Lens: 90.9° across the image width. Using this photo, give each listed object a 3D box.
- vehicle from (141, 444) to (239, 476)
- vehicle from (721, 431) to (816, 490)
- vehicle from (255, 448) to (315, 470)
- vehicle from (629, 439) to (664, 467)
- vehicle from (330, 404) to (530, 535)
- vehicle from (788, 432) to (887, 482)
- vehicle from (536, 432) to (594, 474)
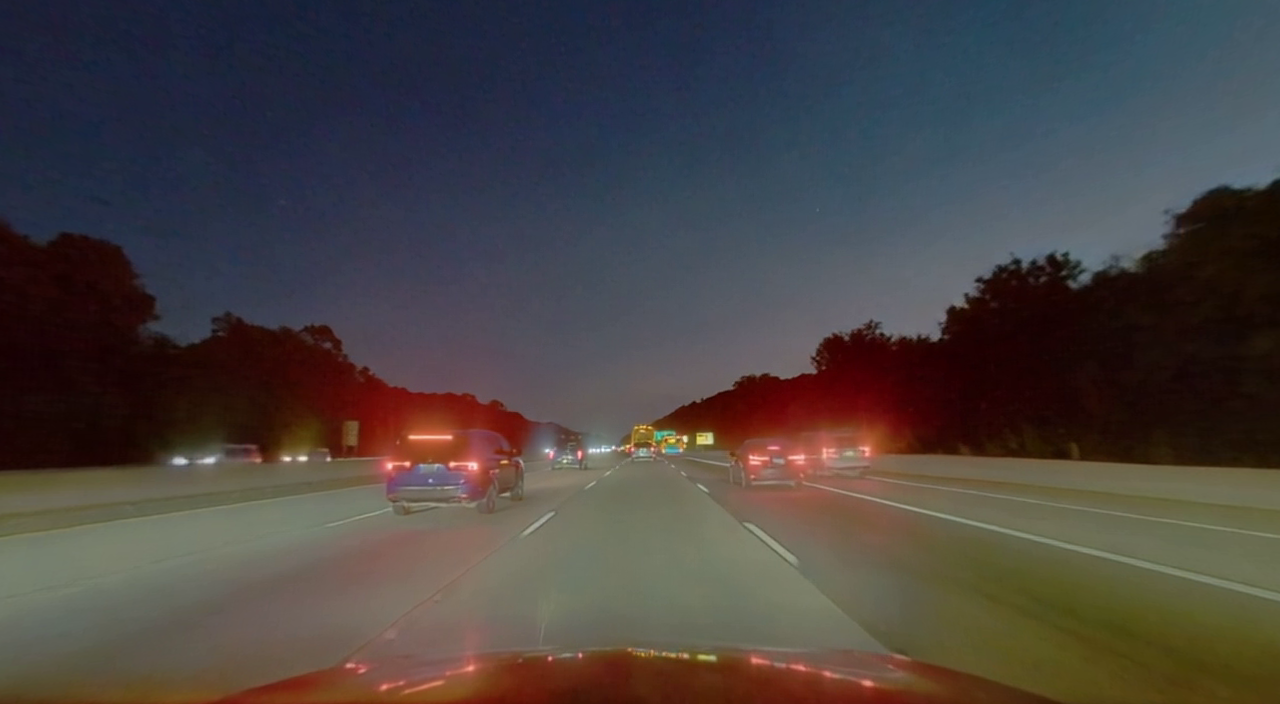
[{"bbox_3d":[-23.723,5.696,33.493,1.855,1.571,4.450,0,-9,0],"label":"vehicle"},{"bbox_3d":[3.982,3.467,20.429,2.050,1.661,4.636,0,-9,-1],"label":"vehicle"},{"bbox_3d":[-26.710,8.024,47.611,1.860,1.513,4.489,0,-9,1],"label":"vehicle"},{"bbox_3d":[0.370,6.230,38.915,2.042,1.632,3.654,0,-9,0],"label":"vehicle"},{"bbox_3d":[-3.462,2.049,11.511,2.016,1.898,4.458,0,-9,1],"label":"vehicle"},{"bbox_3d":[7.855,4.246,25.783,2.191,1.807,5.692,0,-9,0],"label":"vehicle"},{"bbox_3d":[-3.502,4.827,30.389,2.155,1.843,4.567,0,-8,1],"label":"vehicle"}]
